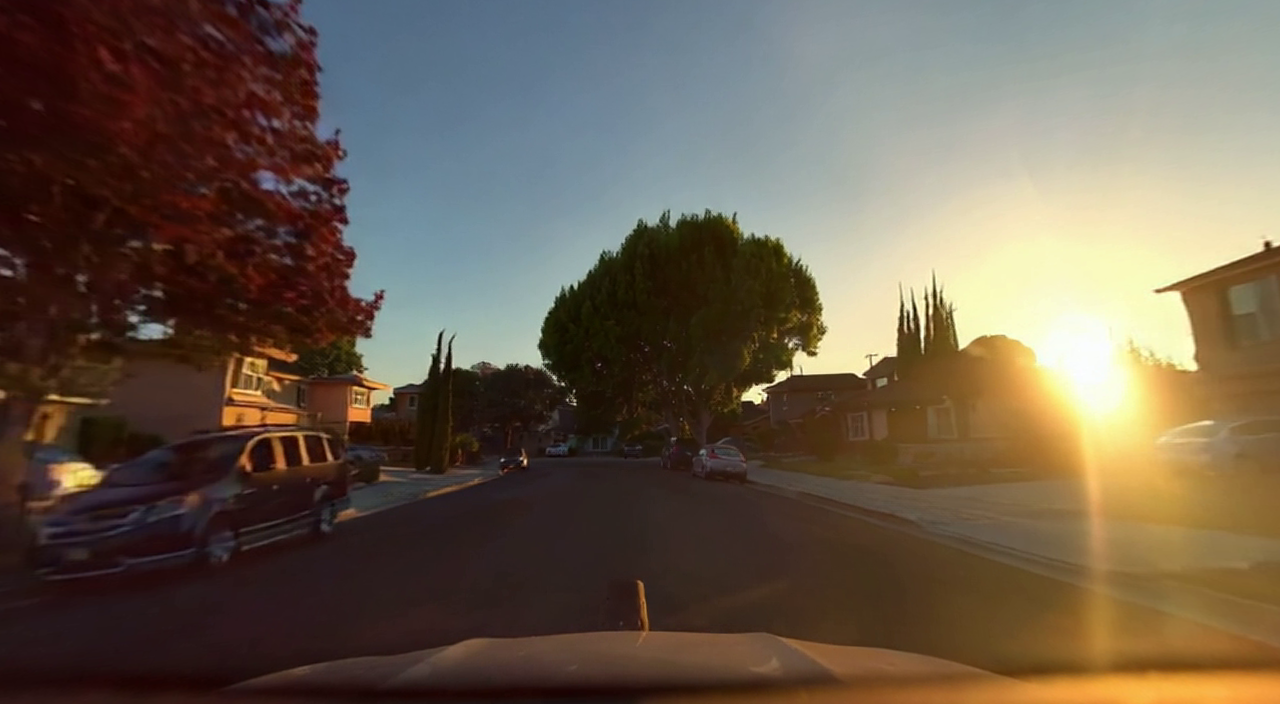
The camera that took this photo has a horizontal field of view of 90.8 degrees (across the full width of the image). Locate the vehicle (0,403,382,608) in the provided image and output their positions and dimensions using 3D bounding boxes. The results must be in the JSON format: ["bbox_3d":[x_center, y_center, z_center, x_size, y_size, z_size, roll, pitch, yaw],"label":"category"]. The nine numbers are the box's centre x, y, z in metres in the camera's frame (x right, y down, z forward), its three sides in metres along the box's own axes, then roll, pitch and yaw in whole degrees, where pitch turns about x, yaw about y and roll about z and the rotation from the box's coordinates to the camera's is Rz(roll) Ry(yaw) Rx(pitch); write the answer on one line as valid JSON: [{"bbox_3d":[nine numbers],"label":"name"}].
[{"bbox_3d":[-5.411,1.743,8.284,2.215,1.859,4.765,1,-8,-3],"label":"vehicle"}]

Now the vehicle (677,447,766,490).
[{"bbox_3d":[2.997,4.414,24.353,1.984,1.437,4.726,1,-9,-11],"label":"vehicle"}]

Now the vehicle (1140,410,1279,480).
[{"bbox_3d":[14.414,2.184,14.885,4.488,1.454,1.944,3,-9,-20],"label":"vehicle"}]

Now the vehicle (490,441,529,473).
[{"bbox_3d":[-8.344,6.644,40.225,1.976,1.855,4.299,3,-8,-16],"label":"vehicle"}]

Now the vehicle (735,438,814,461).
[{"bbox_3d":[9.117,6.560,42.801,4.940,1.477,2.015,3,-8,-21],"label":"vehicle"}]
